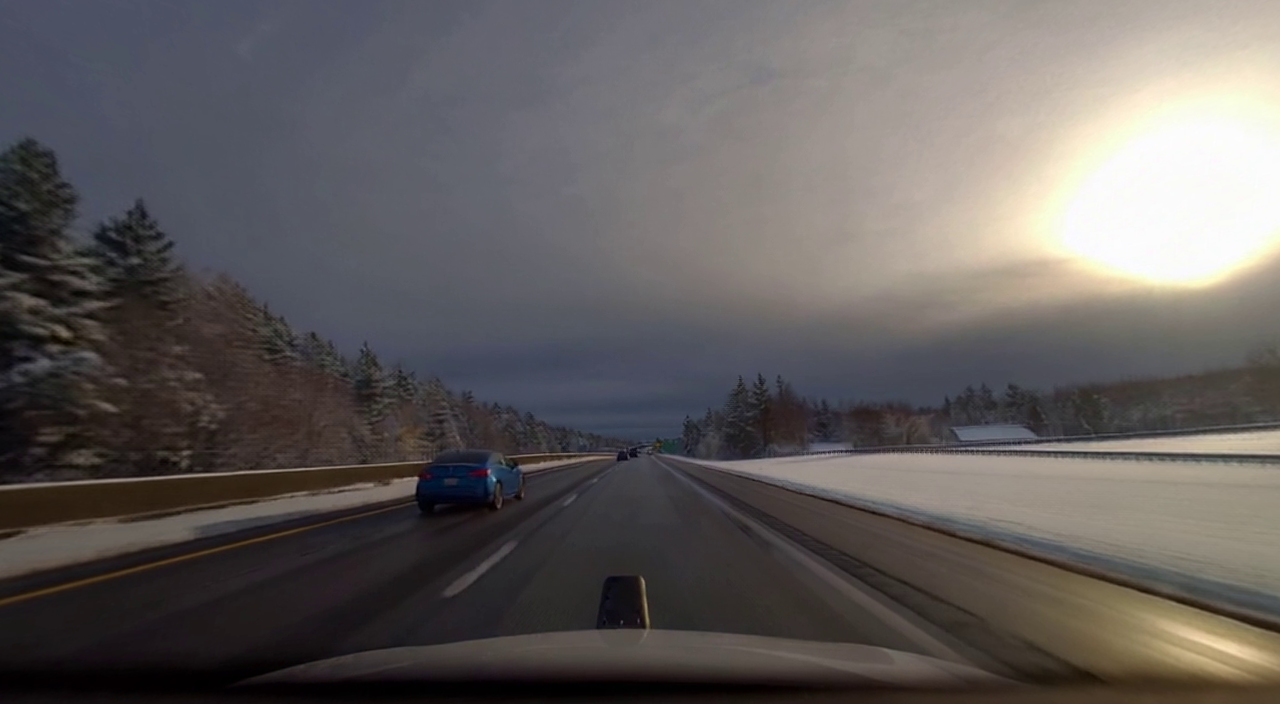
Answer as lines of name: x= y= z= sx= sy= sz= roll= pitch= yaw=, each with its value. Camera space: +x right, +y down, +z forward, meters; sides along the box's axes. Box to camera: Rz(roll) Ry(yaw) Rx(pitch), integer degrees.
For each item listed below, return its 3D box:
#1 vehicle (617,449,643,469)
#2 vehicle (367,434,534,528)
vehicle: x=-0.724 y=8.315 z=49.244 sx=1.917 sy=1.450 sz=3.997 roll=0 pitch=-9 yaw=1
vehicle: x=-3.595 y=2.525 z=12.876 sx=2.088 sy=1.586 sz=4.000 roll=0 pitch=-9 yaw=1
